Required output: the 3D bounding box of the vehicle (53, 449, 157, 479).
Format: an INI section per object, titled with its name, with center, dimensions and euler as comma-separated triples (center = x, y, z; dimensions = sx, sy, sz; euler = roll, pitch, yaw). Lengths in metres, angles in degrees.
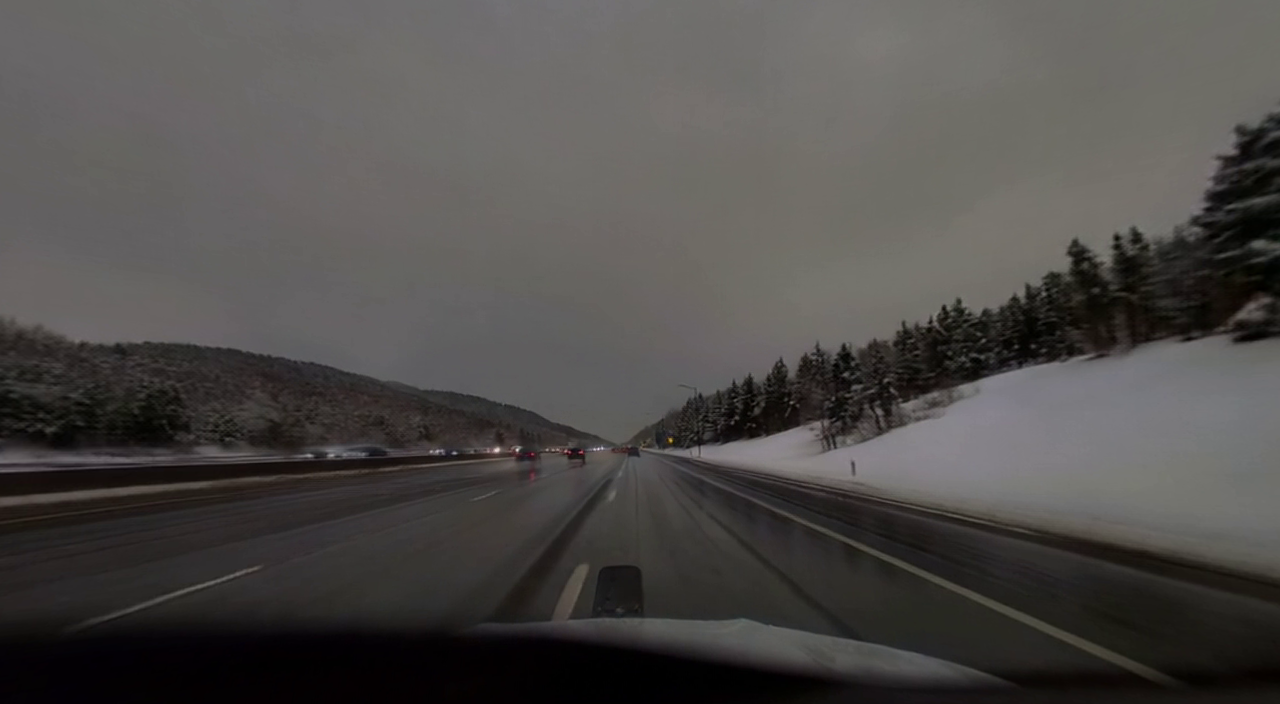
[vehicle]
center = -31.677, 6.603, 37.535
dimensions = 1.976, 1.626, 4.919
euler = 0, -9, -2
